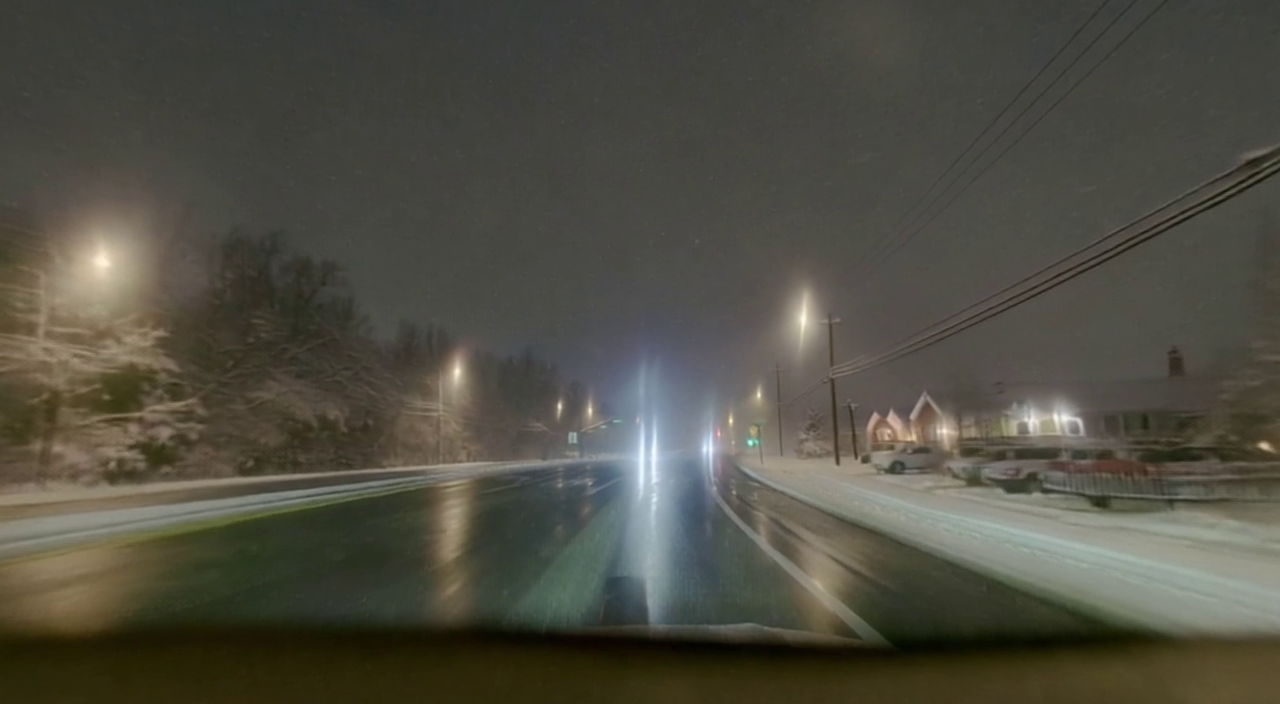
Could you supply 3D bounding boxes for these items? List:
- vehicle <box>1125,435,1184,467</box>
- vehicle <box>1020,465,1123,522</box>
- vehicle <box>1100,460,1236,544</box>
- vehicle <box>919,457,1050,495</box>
[{"bbox_3d":[33.988,6.491,41.580,4.791,1.501,1.930,0,-11,-41],"label":"vehicle"},{"bbox_3d":[13.776,4.380,20.017,1.862,1.457,4.340,-8,-12,44],"label":"vehicle"},{"bbox_3d":[13.575,3.684,16.102,4.456,1.693,2.017,8,-12,-43],"label":"vehicle"},{"bbox_3d":[15.318,5.489,28.243,1.885,1.433,4.719,7,-11,-39],"label":"vehicle"}]
